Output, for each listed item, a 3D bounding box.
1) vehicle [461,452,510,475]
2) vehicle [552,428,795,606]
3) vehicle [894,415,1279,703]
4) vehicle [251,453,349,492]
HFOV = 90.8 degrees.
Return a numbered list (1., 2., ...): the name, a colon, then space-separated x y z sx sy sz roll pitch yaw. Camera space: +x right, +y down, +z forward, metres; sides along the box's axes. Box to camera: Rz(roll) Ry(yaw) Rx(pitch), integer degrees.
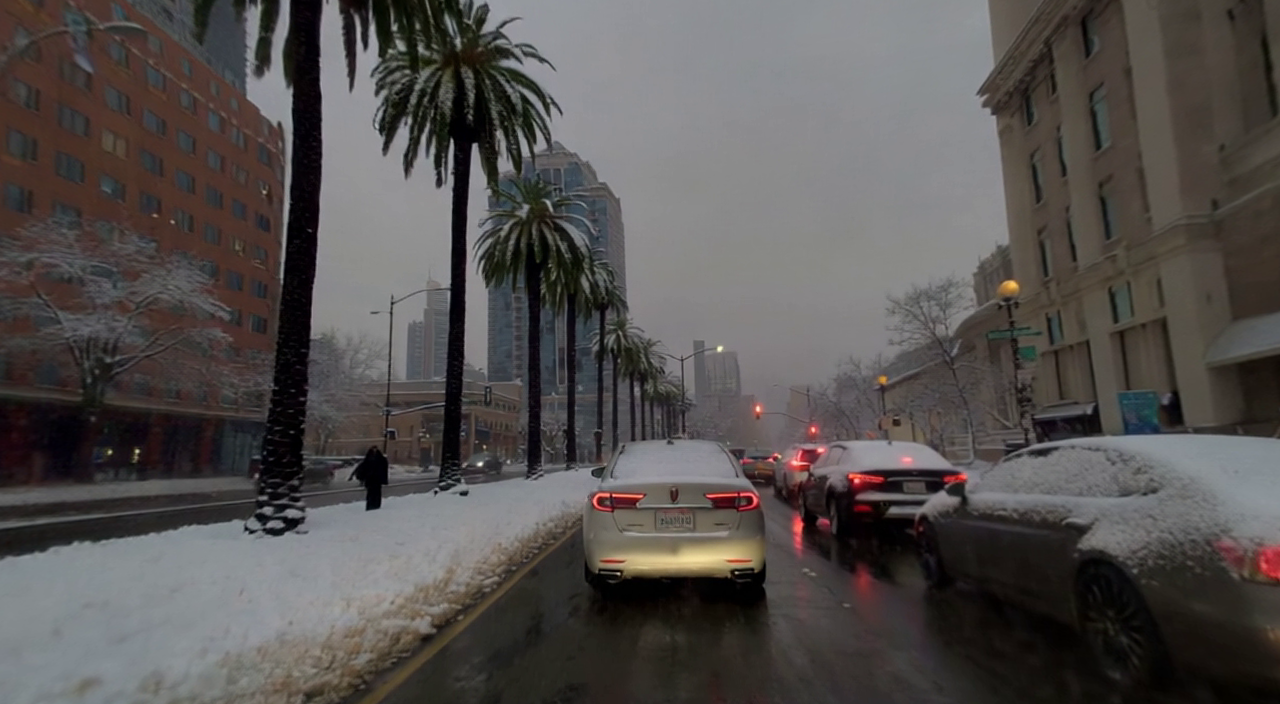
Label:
1. vehicle: -12.112 8.743 49.767 2.078 1.662 4.436 -2 -9 9
2. vehicle: 0.325 1.700 7.327 2.078 1.503 3.681 0 -9 1
3. vehicle: 3.640 1.299 4.582 1.913 1.469 4.425 -1 -9 3
4. vehicle: -15.343 5.424 28.769 1.801 1.563 4.015 -2 -9 9
